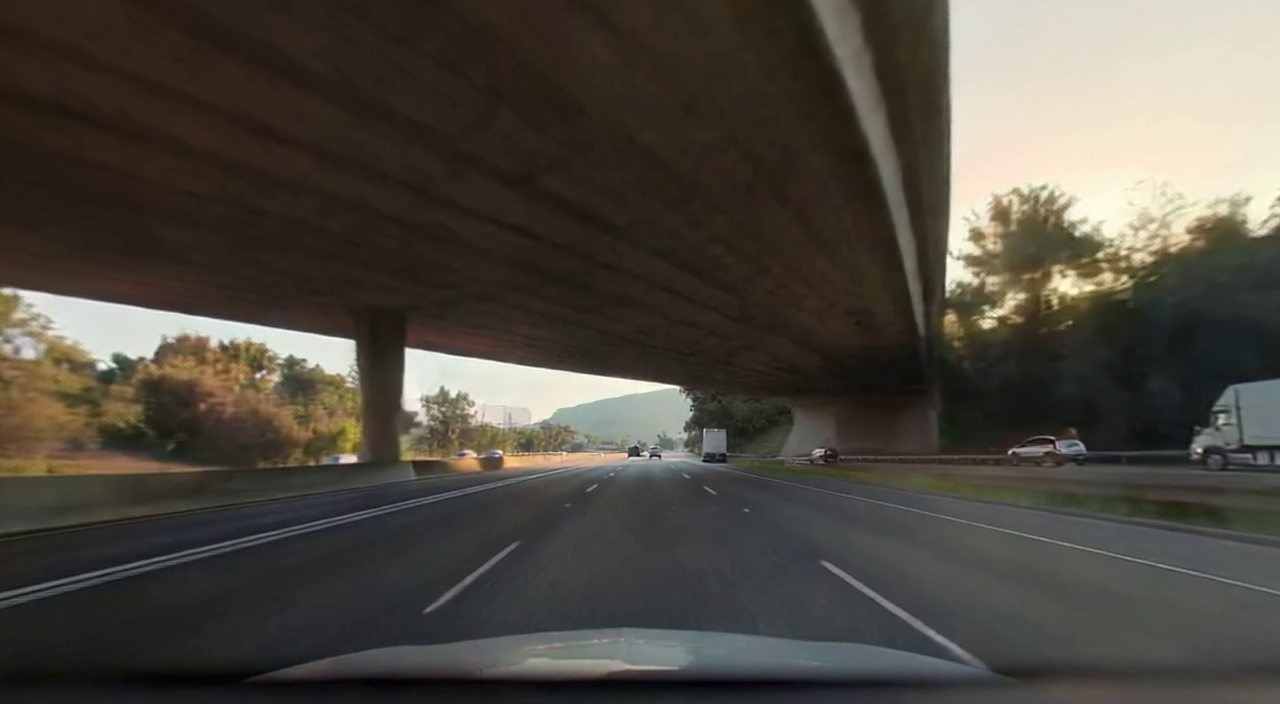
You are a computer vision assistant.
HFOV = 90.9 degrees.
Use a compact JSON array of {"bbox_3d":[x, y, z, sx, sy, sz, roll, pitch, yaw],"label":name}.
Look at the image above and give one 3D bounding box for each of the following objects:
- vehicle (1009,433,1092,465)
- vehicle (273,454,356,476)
[{"bbox_3d":[24.451,5.804,37.664,2.038,1.823,3.744,1,-9,-9],"label":"vehicle"},{"bbox_3d":[-16.298,5.661,31.782,2.045,0.984,3.862,0,-9,2],"label":"vehicle"}]
